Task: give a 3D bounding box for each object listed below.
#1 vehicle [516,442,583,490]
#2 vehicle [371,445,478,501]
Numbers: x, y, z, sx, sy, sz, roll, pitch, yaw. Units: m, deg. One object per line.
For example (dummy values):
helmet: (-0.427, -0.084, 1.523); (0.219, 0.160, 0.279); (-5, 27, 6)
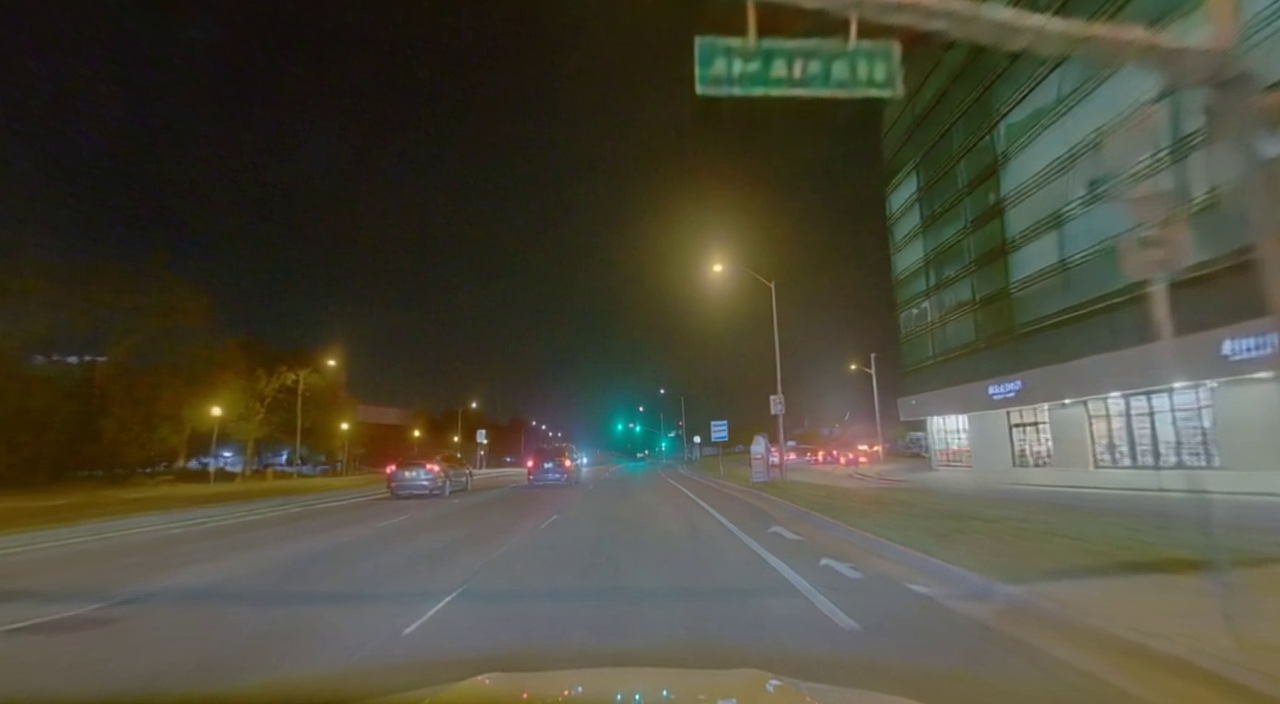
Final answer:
vehicle: (-3.474, 4.464, 25.095); (2.052, 1.729, 4.195); (0, -9, 0)
vehicle: (-6.868, 3.876, 20.731); (1.909, 1.605, 4.561); (0, -9, 0)
